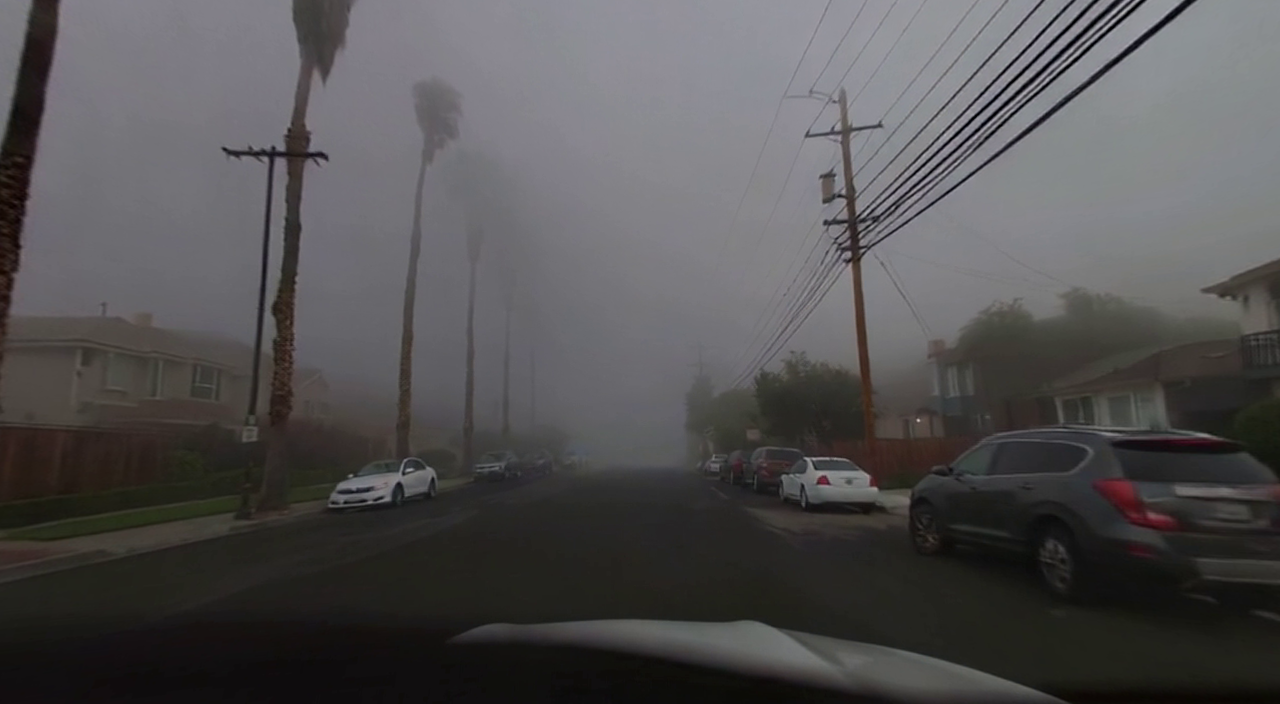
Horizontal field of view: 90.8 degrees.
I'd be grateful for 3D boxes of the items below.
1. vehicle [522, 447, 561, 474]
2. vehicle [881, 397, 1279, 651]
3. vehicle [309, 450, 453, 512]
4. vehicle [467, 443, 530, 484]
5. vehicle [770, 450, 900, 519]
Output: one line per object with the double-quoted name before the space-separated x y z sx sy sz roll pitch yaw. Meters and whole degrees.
"vehicle" -6.848 7.587 44.462 2.085 1.770 4.429 0 -9 0
"vehicle" 4.765 1.626 7.101 2.115 1.826 4.871 1 -9 -1
"vehicle" -7.039 3.530 17.827 2.013 1.483 4.645 0 -9 1
"vehicle" -7.221 5.716 32.799 2.077 1.888 4.551 -1 -8 2
"vehicle" 4.824 3.313 16.358 1.795 1.424 4.327 -3 -9 -2
